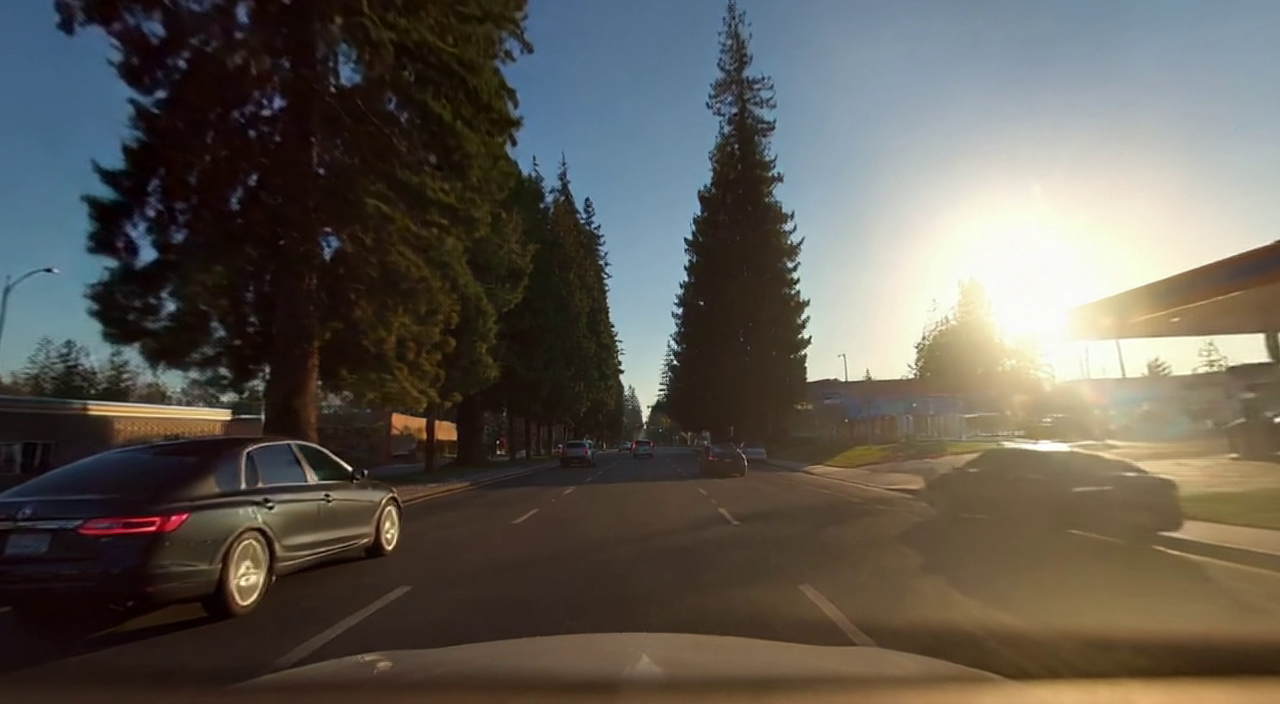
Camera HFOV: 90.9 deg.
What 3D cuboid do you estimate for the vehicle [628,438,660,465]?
[{"bbox_3d":[0.227,6.226,39.505,1.922,1.579,3.642,0,-8,0],"label":"vehicle"}]

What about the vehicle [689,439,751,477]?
[{"bbox_3d":[3.363,4.528,27.272,2.010,1.486,4.498,0,-8,-1],"label":"vehicle"}]

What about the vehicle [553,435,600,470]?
[{"bbox_3d":[-3.400,5.501,34.603,2.051,1.747,4.370,0,-8,1],"label":"vehicle"}]

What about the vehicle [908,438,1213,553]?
[{"bbox_3d":[6.243,2.134,10.163,1.856,1.421,4.357,0,-8,-1],"label":"vehicle"}]

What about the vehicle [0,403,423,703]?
[{"bbox_3d":[-3.988,1.416,5.849,1.988,1.530,5.155,0,-8,2],"label":"vehicle"}]
